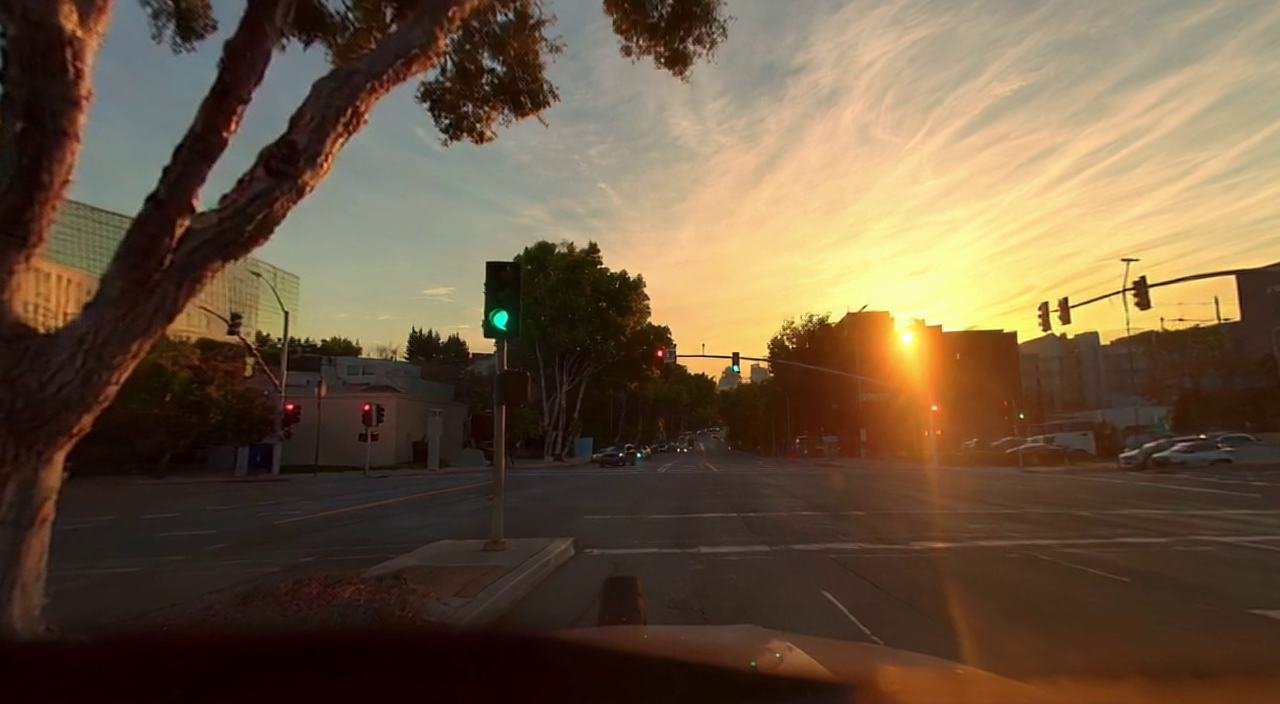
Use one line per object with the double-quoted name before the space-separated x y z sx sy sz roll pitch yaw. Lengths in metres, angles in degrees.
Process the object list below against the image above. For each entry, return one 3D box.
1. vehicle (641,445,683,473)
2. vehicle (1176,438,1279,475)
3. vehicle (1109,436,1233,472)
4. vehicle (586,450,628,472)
"vehicle" 1.537 7.160 42.432 2.197 1.739 4.177 -2 -9 10
"vehicle" 26.151 4.487 27.221 4.644 1.470 1.922 1 -9 -10
"vehicle" 25.780 4.932 30.670 4.441 1.674 2.035 1 -9 -9
"vehicle" -2.266 7.668 44.541 2.076 1.476 3.873 -2 -9 12
